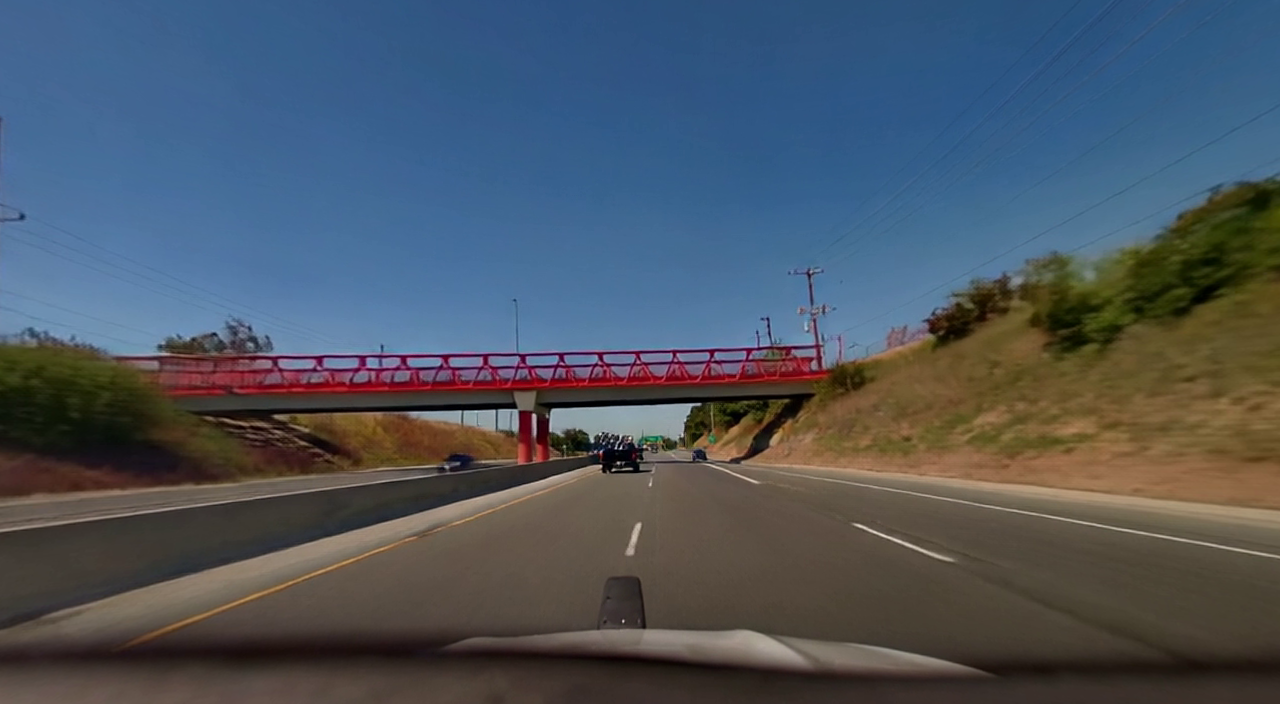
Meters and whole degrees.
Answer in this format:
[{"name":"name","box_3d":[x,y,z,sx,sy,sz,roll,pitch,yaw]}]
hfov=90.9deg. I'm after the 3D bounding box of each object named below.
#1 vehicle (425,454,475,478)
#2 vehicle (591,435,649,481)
[{"name":"vehicle","box_3d":[-12.965,7.787,43.301,1.892,1.494,4.499,-1,-9,2]},{"name":"vehicle","box_3d":[-0.826,4.941,29.641,2.369,1.948,5.343,-1,-9,2]}]
